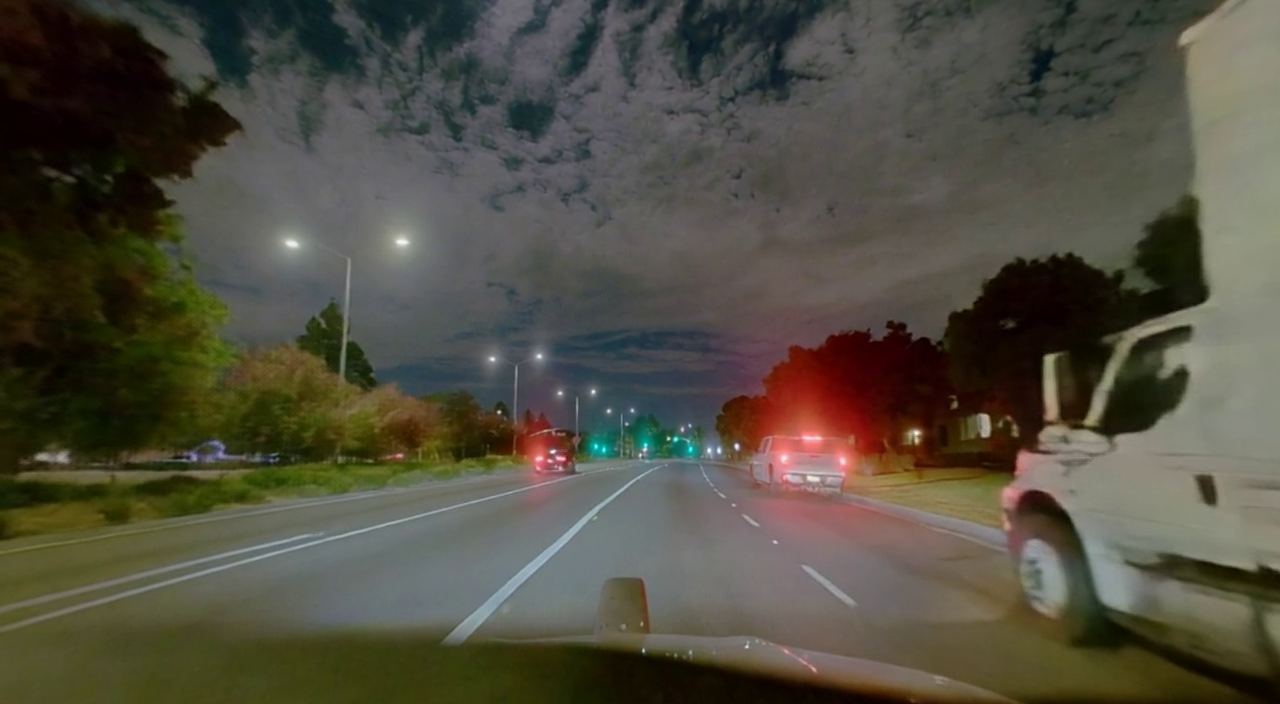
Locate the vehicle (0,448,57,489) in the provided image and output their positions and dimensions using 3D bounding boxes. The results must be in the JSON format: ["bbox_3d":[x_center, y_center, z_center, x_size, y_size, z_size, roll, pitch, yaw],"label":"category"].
[{"bbox_3d":[-27.784,5.158,28.128,2.118,1.670,4.487,7,-12,-38],"label":"vehicle"}]

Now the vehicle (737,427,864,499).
[{"bbox_3d":[5.055,3.673,21.228,2.695,2.013,6.661,0,-9,2],"label":"vehicle"}]

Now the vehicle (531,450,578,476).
[{"bbox_3d":[-5.188,6.776,38.725,2.060,1.473,4.645,0,-9,2],"label":"vehicle"}]
